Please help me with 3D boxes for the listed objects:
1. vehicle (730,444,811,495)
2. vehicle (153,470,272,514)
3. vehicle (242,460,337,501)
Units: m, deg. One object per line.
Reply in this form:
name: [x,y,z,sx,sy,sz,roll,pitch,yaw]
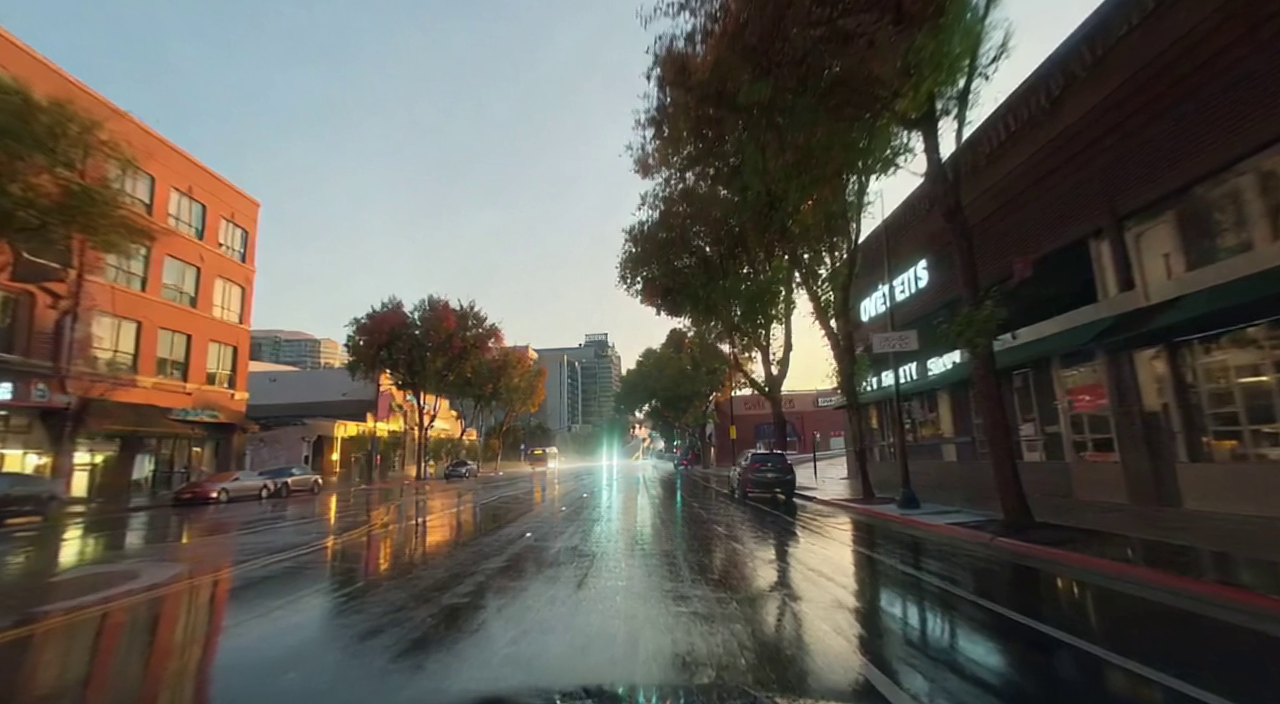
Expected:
vehicle: [5.115,4.682,25.527,2.241,1.832,5.234,0,-9,1]
vehicle: [-17.380,5.669,25.917,1.767,1.487,4.265,0,-9,2]
vehicle: [-17.549,6.420,31.811,1.920,1.796,4.710,0,-9,2]
